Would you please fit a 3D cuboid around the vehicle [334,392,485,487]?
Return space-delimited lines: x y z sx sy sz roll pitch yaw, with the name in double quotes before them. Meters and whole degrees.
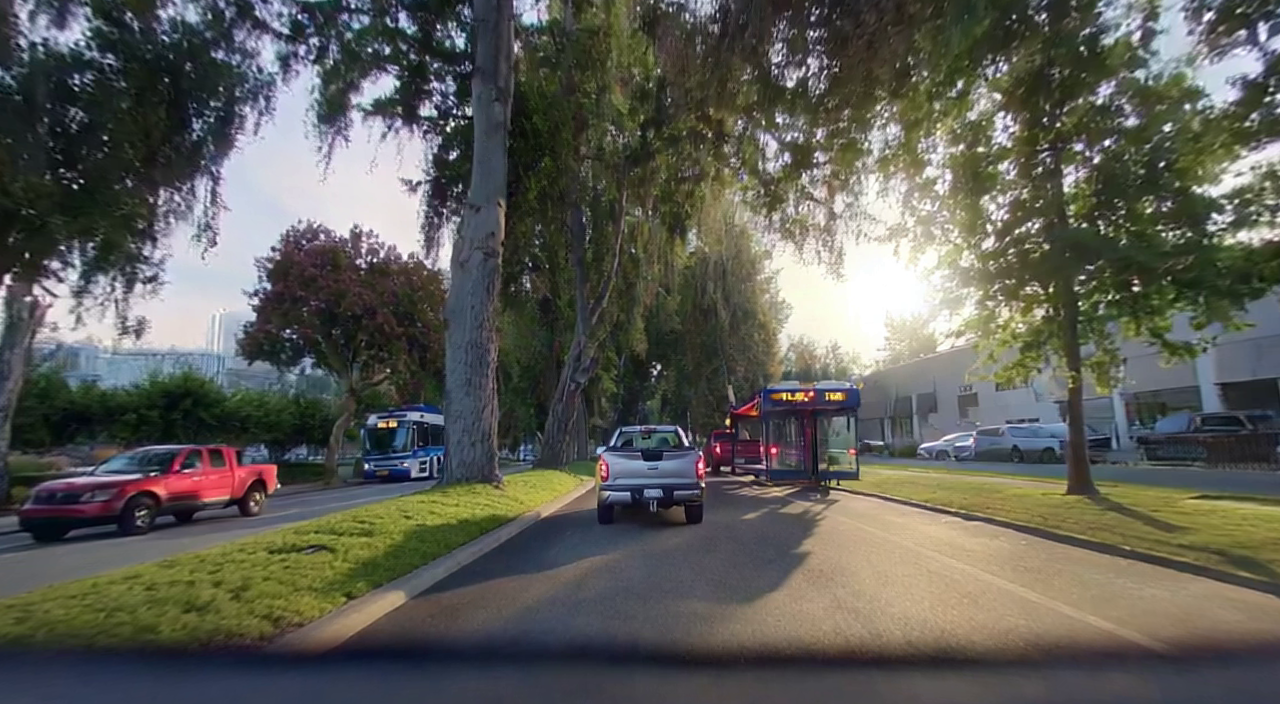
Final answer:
"vehicle" -11.433 4.684 33.447 2.996 4.022 12.692 0 -8 1

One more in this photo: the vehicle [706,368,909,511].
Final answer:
"vehicle" 4.137 2.643 18.891 3.088 3.057 10.503 0 -8 -1

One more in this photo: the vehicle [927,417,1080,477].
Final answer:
"vehicle" 14.688 3.850 25.795 4.697 1.908 2.243 -5 -8 1

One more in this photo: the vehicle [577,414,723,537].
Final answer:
"vehicle" 0.130 2.266 12.341 2.157 1.816 5.804 0 -8 0

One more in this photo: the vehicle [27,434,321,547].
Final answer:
"vehicle" -8.421 2.486 12.160 2.028 1.728 4.630 0 -8 1
